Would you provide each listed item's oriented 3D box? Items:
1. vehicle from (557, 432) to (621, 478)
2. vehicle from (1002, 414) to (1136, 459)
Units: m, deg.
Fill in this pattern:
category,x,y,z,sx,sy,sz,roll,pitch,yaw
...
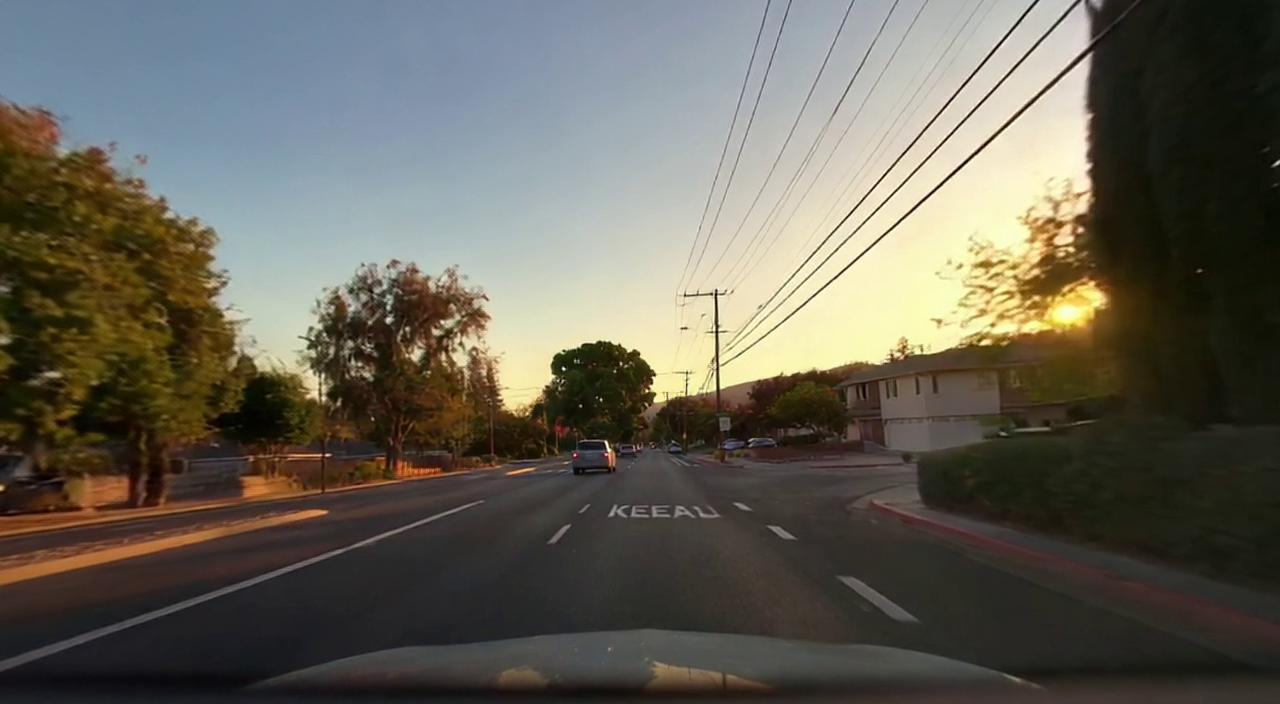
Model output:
category,x,y,z,sx,sy,sz,roll,pitch,yaw
vehicle,-2.184,4.634,28.447,2.327,1.861,4.941,-1,-9,2
vehicle,20.542,4.113,30.403,4.502,1.833,2.462,-3,-10,1
